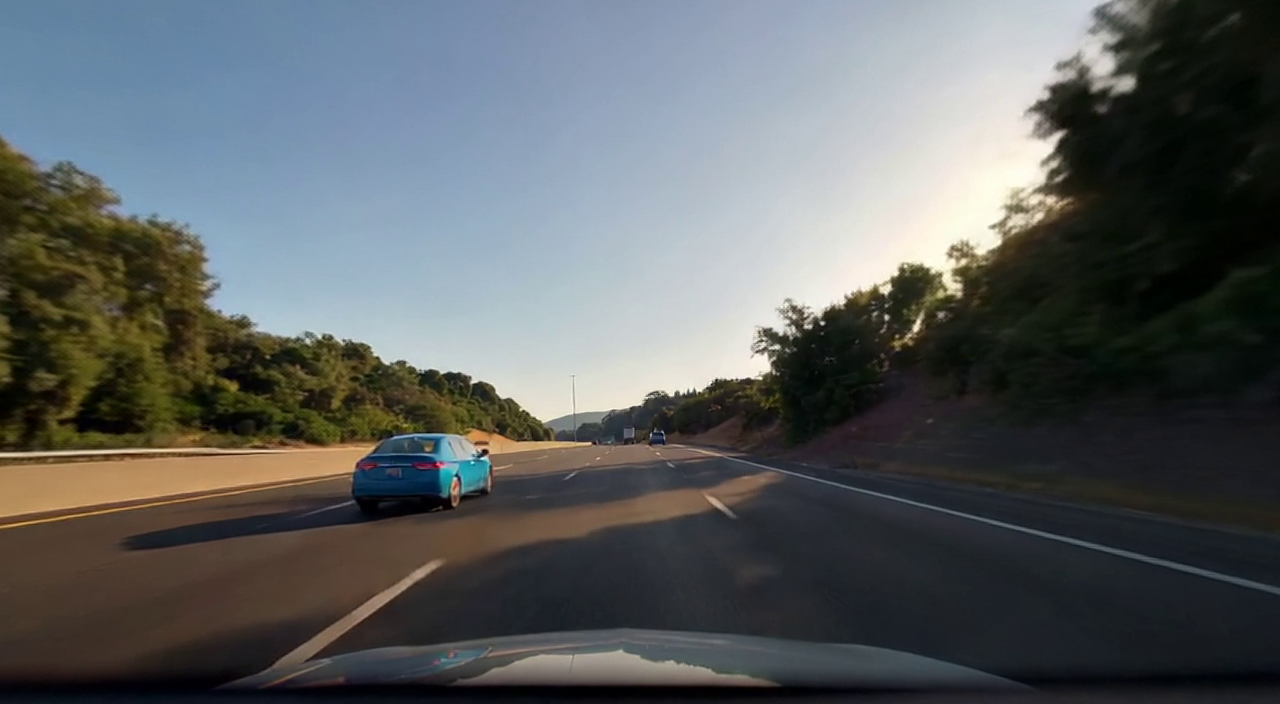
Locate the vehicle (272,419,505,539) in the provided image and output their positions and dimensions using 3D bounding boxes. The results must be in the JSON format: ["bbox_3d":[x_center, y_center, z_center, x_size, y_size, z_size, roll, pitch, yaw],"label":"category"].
[{"bbox_3d":[-3.695,1.919,10.279,2.026,1.517,4.325,0,-8,0],"label":"vehicle"}]
